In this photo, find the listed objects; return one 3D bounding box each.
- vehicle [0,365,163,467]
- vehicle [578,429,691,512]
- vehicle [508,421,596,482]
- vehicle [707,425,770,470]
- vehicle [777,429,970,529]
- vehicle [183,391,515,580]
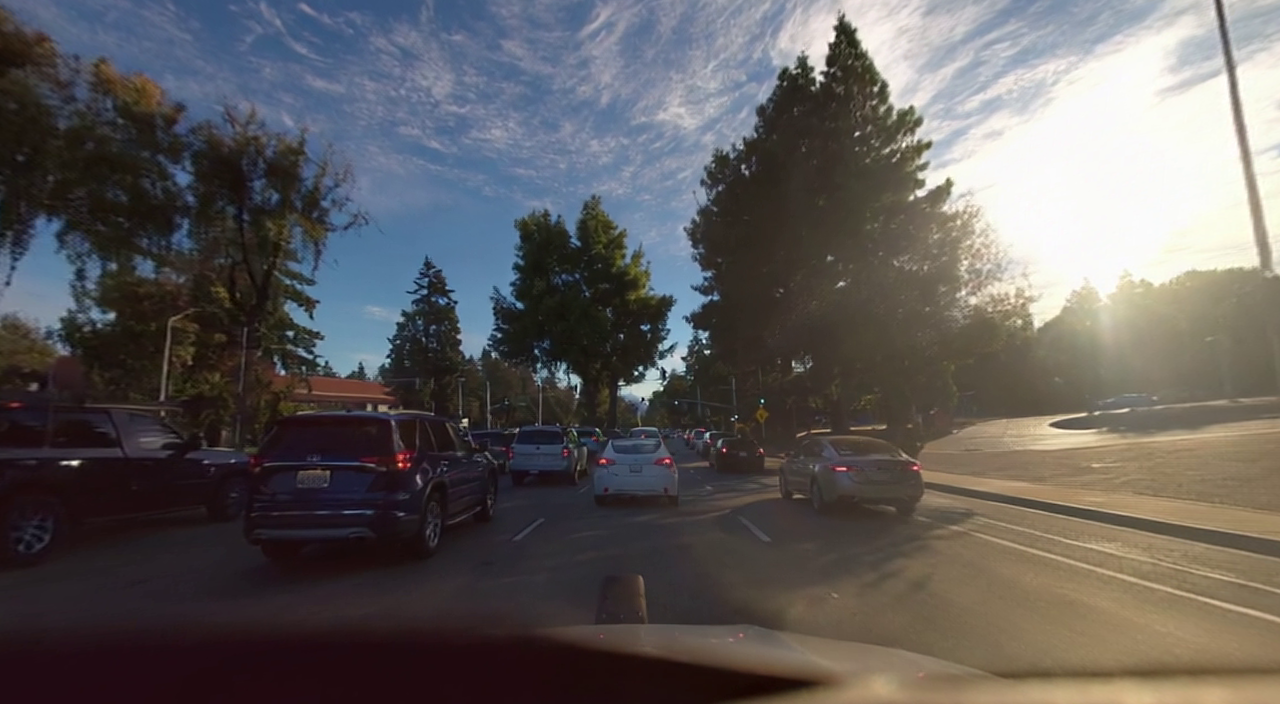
[{"bbox_3d":[-27.818,2.761,26.836,3.181,4.189,14.107,-1,-8,5],"label":"vehicle"},{"bbox_3d":[-0.078,2.459,13.611,2.030,1.477,4.330,0,-8,1],"label":"vehicle"},{"bbox_3d":[-2.828,3.354,21.459,2.218,1.829,4.492,0,-8,2],"label":"vehicle"},{"bbox_3d":[4.350,4.301,28.607,2.099,1.845,4.363,0,-8,0],"label":"vehicle"},{"bbox_3d":[3.905,2.182,11.464,1.884,1.463,4.195,0,-8,0],"label":"vehicle"},{"bbox_3d":[-3.250,1.625,8.613,2.111,1.745,5.274,0,-8,-1],"label":"vehicle"}]
